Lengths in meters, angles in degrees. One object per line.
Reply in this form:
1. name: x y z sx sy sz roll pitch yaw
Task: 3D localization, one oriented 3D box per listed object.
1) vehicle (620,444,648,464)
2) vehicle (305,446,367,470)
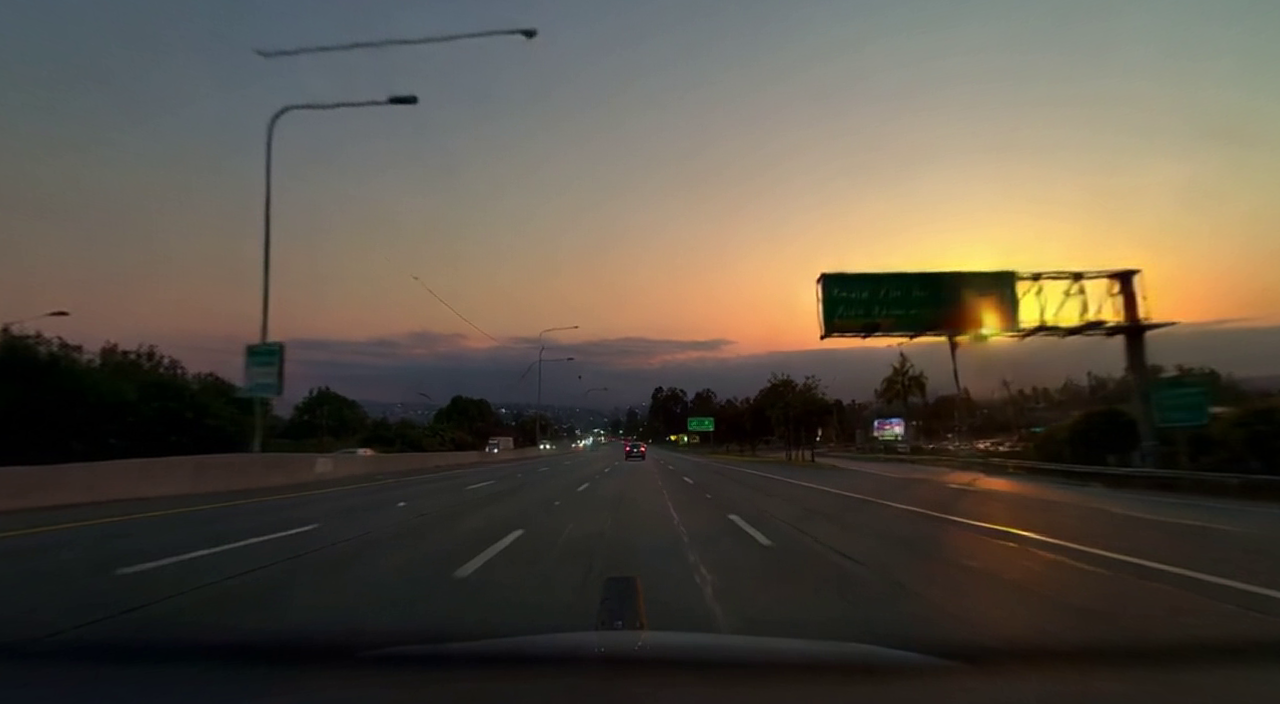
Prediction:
1. vehicle: -0.454 7.818 48.565 2.025 1.460 4.189 0 -8 -1
2. vehicle: -21.076 7.339 44.031 1.959 1.530 4.569 0 -8 1
